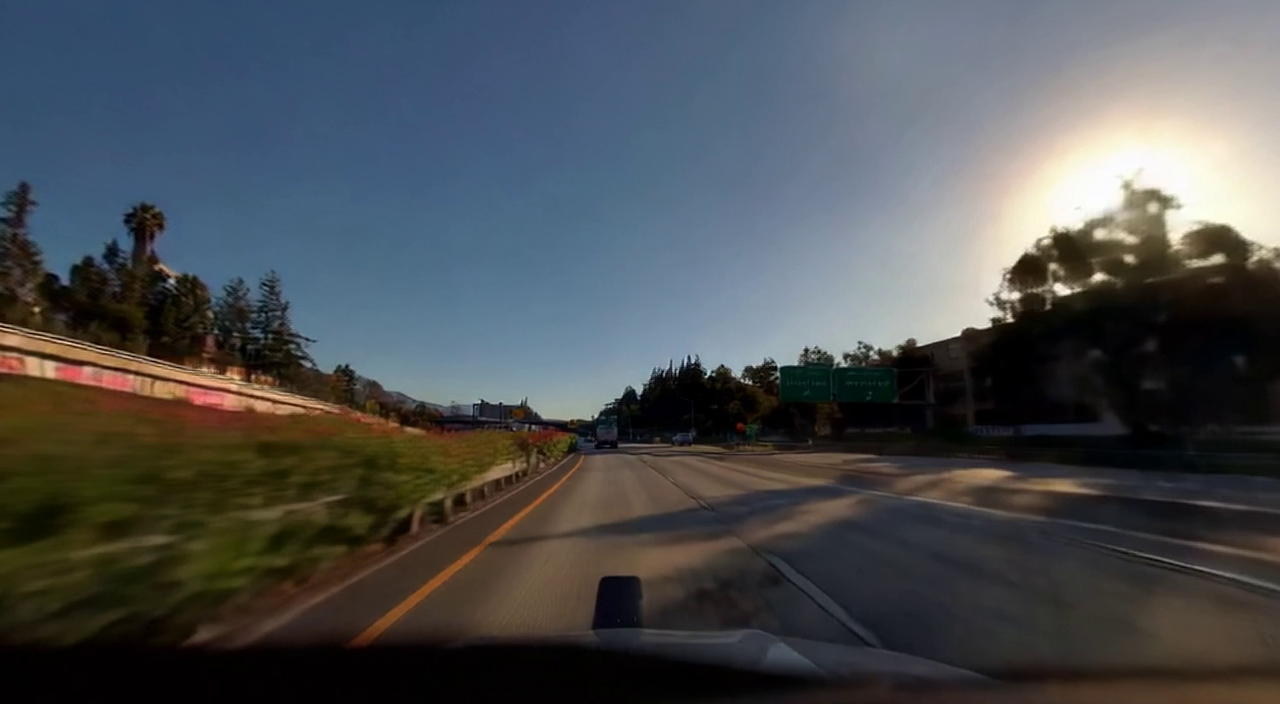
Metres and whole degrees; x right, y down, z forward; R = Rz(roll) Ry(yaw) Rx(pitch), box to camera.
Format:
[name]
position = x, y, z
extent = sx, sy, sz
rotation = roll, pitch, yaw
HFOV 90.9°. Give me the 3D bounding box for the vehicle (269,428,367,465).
[vehicle]
position = -14.128, 4.159, 28.002
extent = 2.030, 1.500, 4.664
rotation = 0, -8, -2
